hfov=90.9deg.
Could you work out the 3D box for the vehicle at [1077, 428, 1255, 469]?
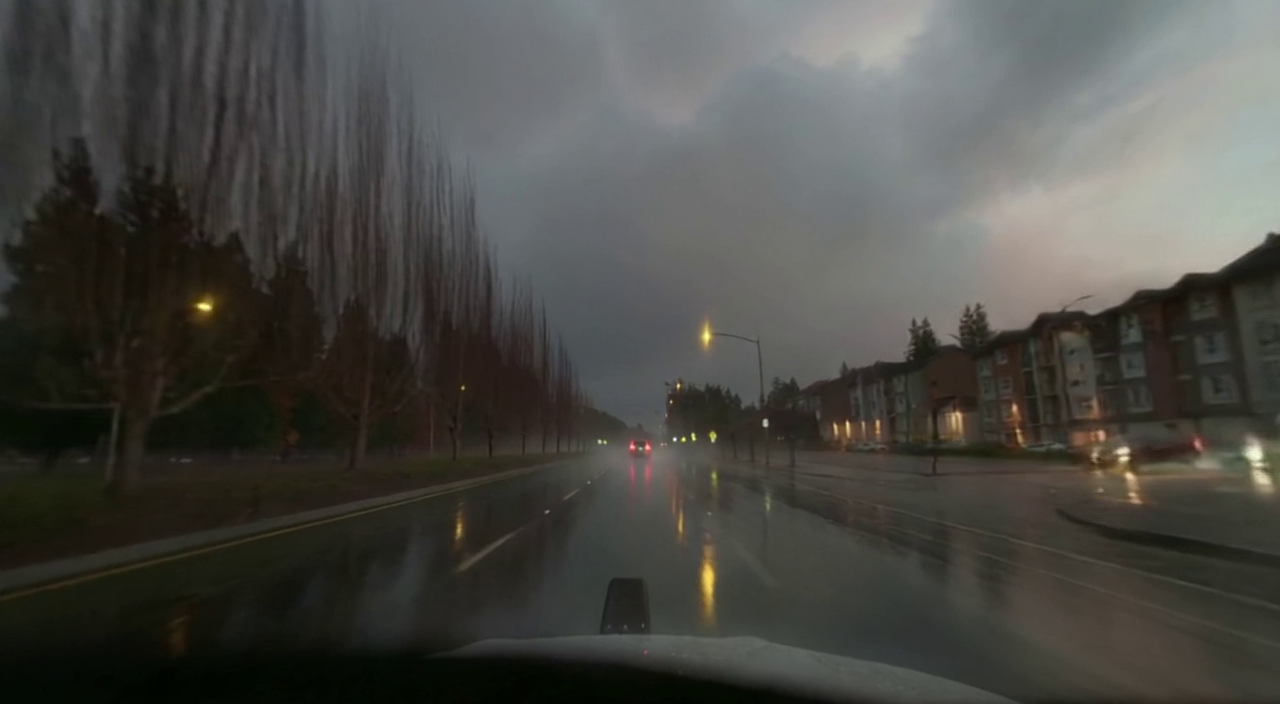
[{"bbox_3d":[20.324,3.760,24.569,4.900,1.530,2.211,0,-9,1],"label":"vehicle"}]
